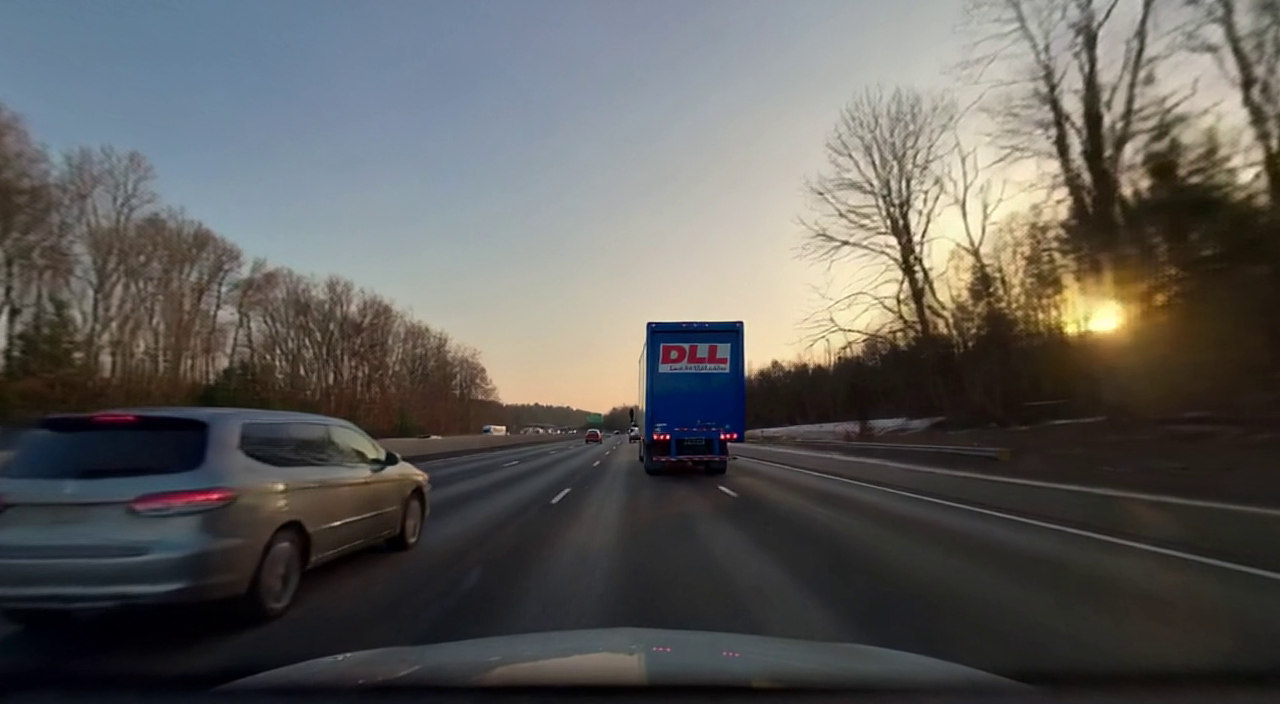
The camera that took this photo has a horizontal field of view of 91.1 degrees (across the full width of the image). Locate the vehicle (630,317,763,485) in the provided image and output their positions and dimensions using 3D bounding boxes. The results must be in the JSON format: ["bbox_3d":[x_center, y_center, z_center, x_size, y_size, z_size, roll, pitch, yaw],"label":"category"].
[{"bbox_3d":[1.336,1.785,20.190,3.011,4.211,8.926,0,-8,-3],"label":"vehicle"}]

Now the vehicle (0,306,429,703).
[{"bbox_3d":[-3.673,1.039,4.758,2.394,1.787,5.186,0,-8,-1],"label":"vehicle"}]
